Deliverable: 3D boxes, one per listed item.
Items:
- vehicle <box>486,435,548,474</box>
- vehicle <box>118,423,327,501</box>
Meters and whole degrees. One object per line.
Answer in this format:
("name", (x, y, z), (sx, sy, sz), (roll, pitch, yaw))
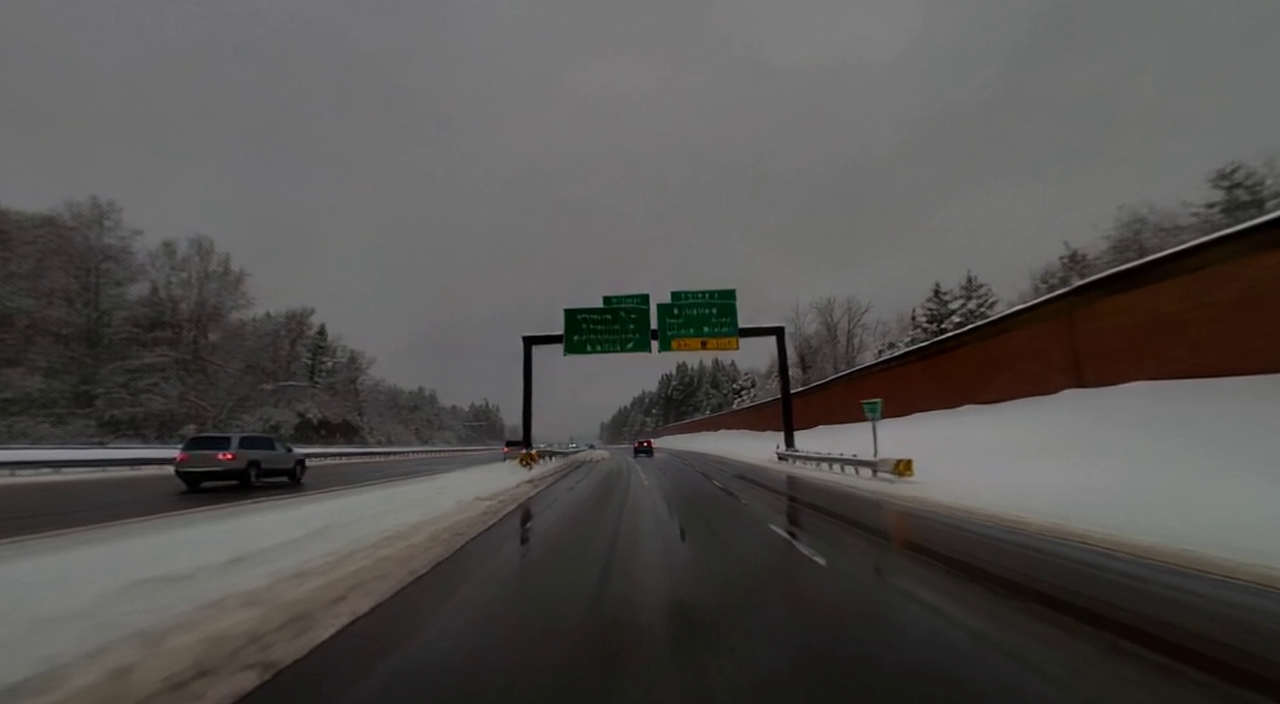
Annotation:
("vehicle", (-5.910, 4.981, 30.820), (2.151, 1.707, 4.759), (0, -9, -1))
("vehicle", (-9.966, 2.673, 15.631), (2.025, 1.618, 4.683), (0, -9, -1))
